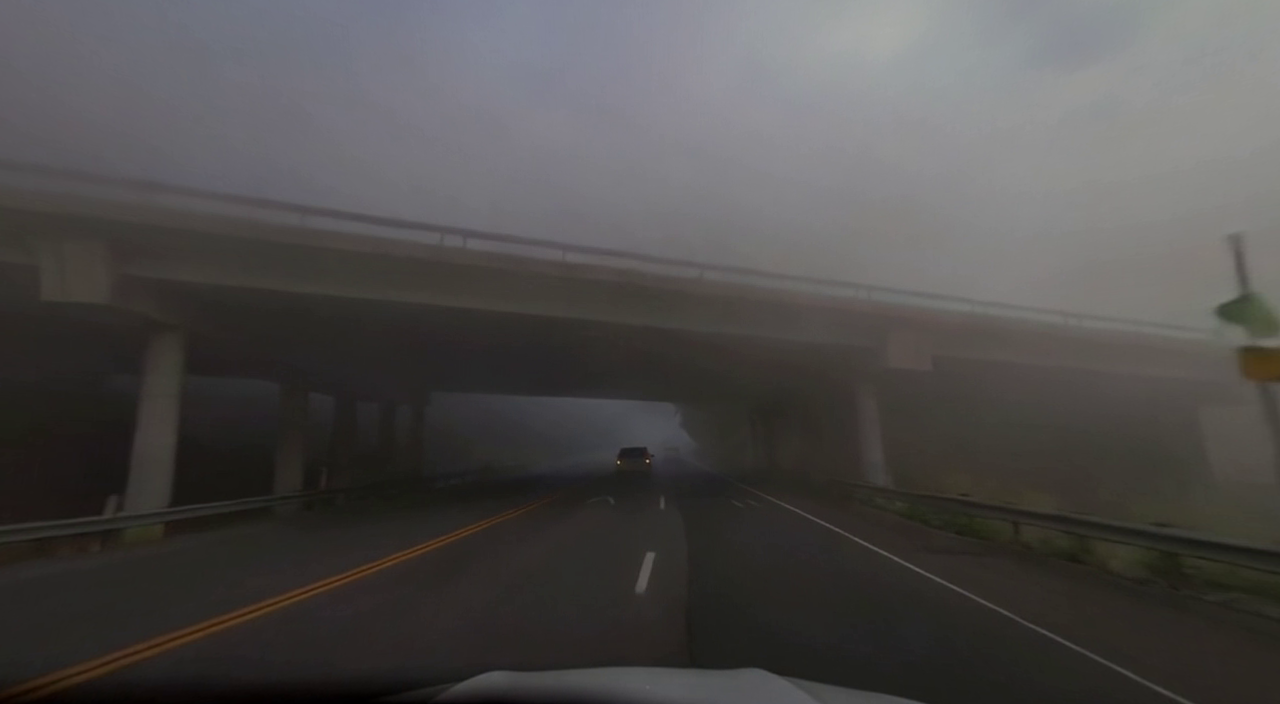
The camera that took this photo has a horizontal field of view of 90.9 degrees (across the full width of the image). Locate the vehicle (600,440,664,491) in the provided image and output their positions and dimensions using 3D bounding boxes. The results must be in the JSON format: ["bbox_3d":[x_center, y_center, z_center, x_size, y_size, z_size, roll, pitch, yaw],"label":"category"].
[{"bbox_3d":[-0.211,3.949,22.123,2.037,1.601,3.643,0,-9,1],"label":"vehicle"}]

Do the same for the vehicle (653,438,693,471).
[{"bbox_3d":[2.080,6.685,41.185,2.273,2.010,4.396,0,-9,-2],"label":"vehicle"}]
